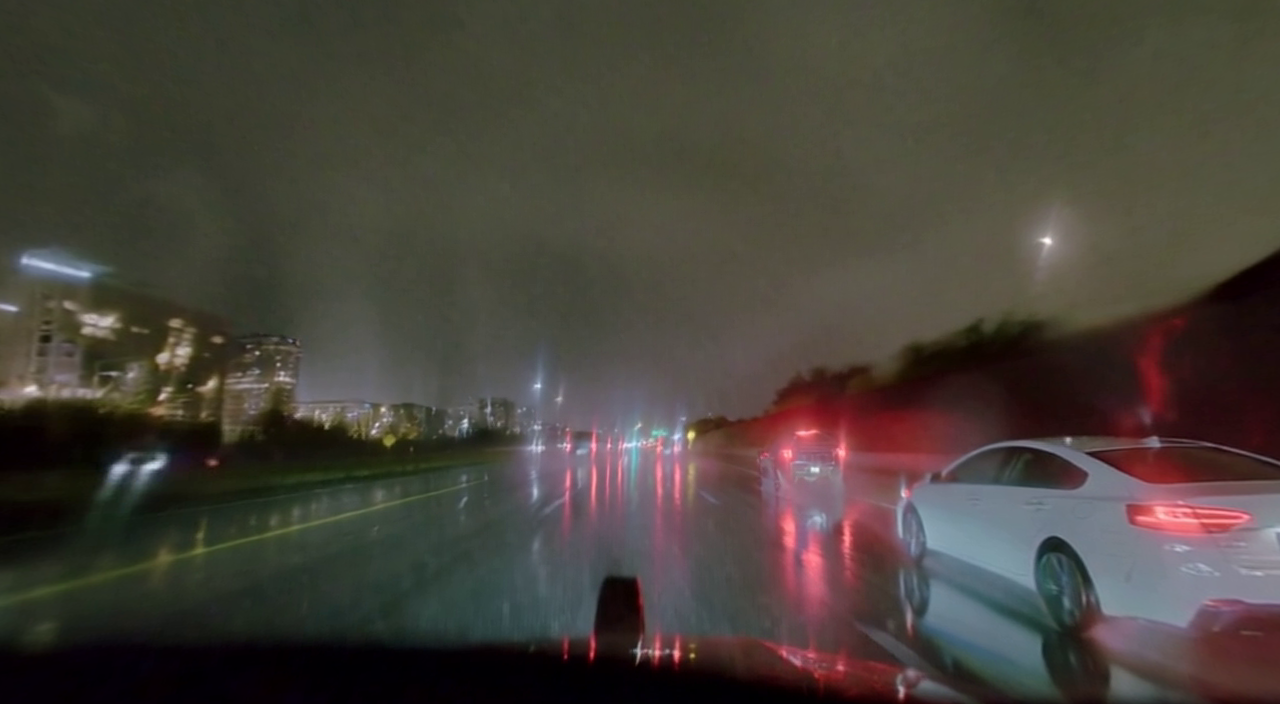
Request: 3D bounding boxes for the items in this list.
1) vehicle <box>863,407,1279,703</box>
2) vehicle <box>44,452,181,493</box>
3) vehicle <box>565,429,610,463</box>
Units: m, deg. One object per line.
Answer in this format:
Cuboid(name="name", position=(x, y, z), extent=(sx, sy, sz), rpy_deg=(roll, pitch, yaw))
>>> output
Cuboid(name="vehicle", position=(3.889, 1.423, 5.613), extent=(2.047, 1.532, 4.884), rpy_deg=(0, -9, 0))
Cuboid(name="vehicle", position=(-22.007, 5.015, 26.554), extent=(1.803, 1.508, 4.392), rpy_deg=(0, -9, 3))
Cuboid(name="vehicle", position=(-3.627, 6.683, 44.658), extent=(2.496, 2.203, 6.317), rpy_deg=(0, -9, 1))
